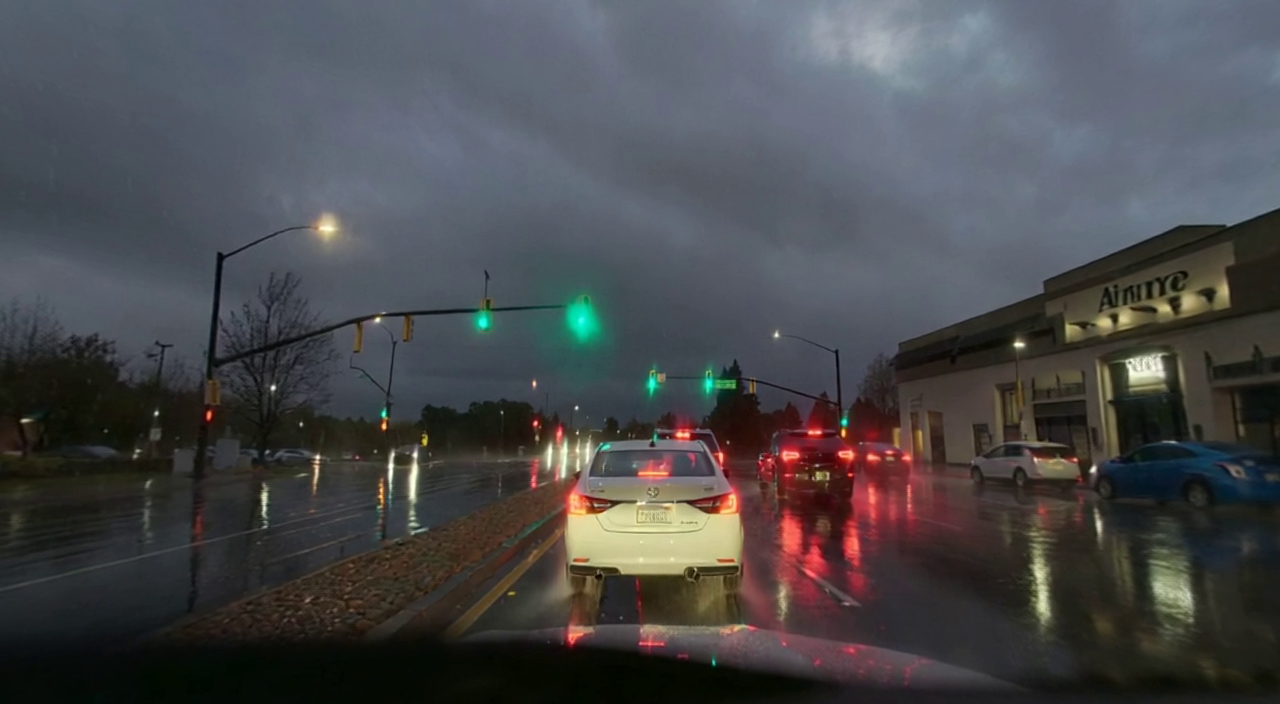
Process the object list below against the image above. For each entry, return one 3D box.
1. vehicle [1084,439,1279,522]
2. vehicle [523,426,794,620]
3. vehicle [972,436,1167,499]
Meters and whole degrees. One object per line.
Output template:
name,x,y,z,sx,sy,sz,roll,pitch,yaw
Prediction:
vehicle,14.190,3.104,15.956,2.235,1.721,5.230,0,-9,1
vehicle,0.132,1.634,7.018,2.067,1.471,4.241,0,-9,0
vehicle,14.069,3.815,21.359,2.309,1.819,5.793,1,-9,-3
